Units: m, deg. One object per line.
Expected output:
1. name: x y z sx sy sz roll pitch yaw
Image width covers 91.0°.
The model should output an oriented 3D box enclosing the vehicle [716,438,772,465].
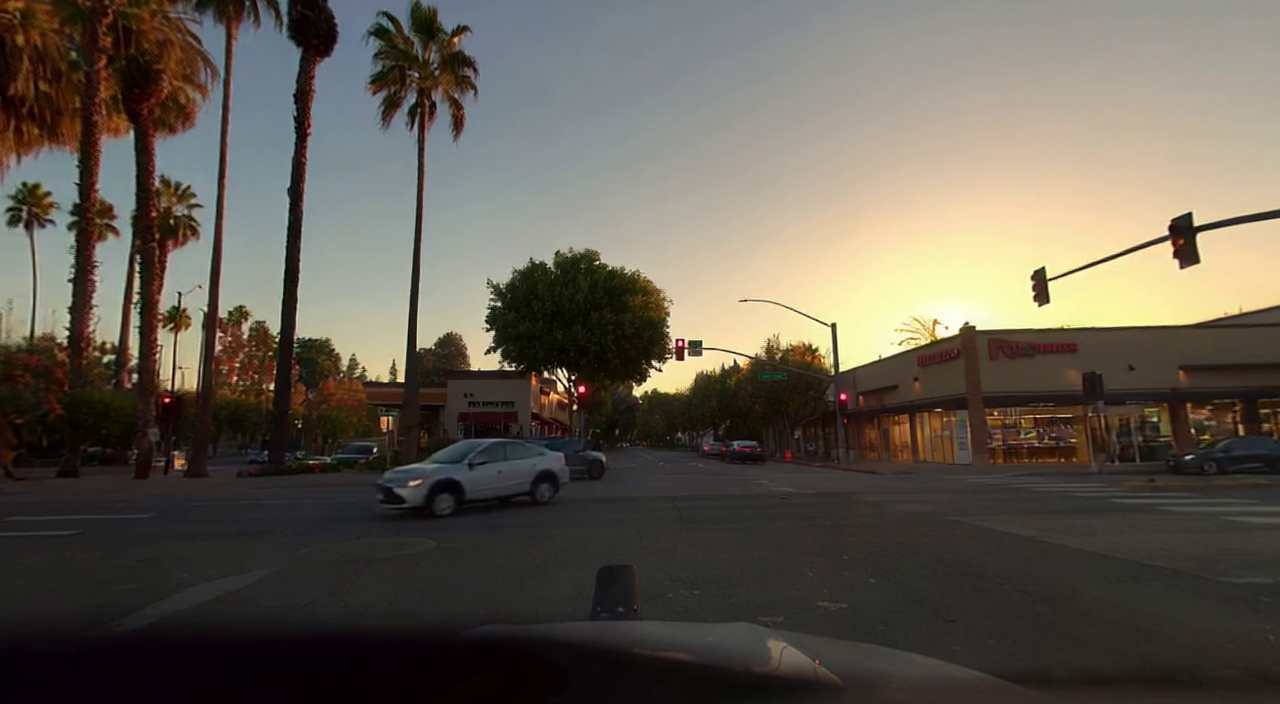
1. vehicle: 6.401 6.162 39.190 1.890 1.572 3.826 3 -9 -16

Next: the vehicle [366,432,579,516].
1. vehicle: -3.466 2.540 13.580 1.828 1.512 4.035 -8 -12 44

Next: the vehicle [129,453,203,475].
1. vehicle: -37.226 8.810 49.612 2.160 1.565 4.868 0 -8 -1
